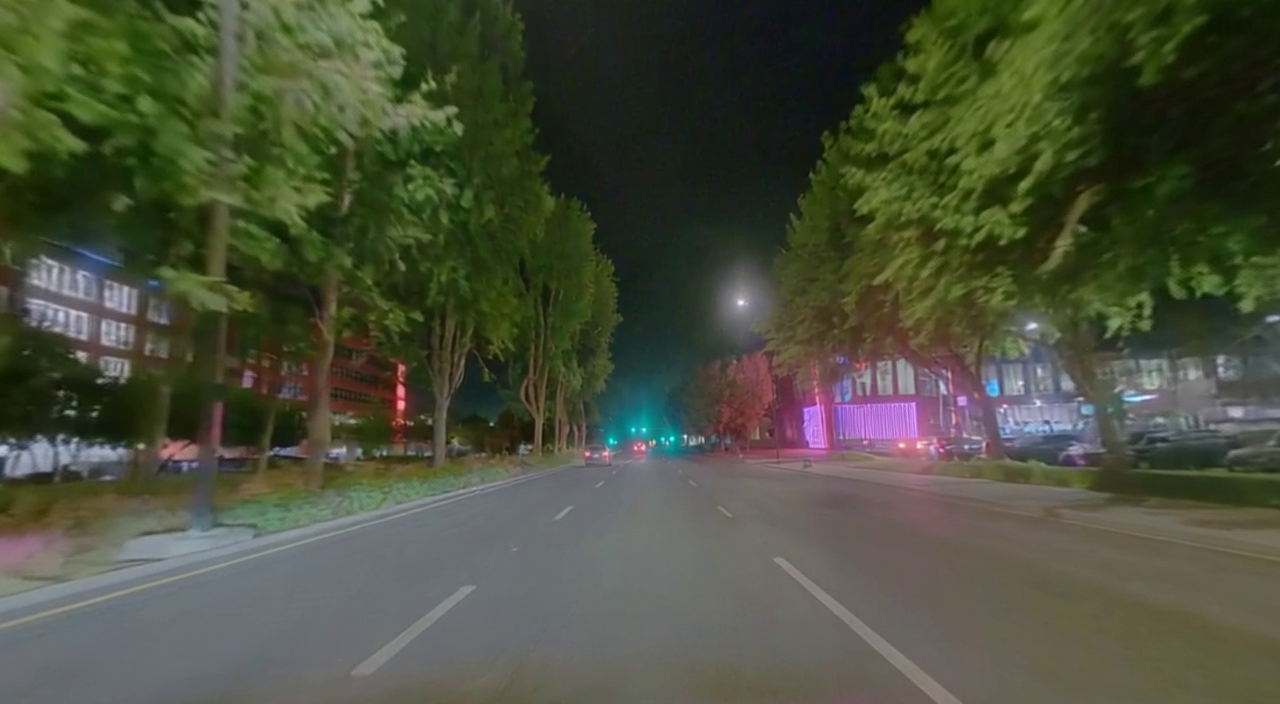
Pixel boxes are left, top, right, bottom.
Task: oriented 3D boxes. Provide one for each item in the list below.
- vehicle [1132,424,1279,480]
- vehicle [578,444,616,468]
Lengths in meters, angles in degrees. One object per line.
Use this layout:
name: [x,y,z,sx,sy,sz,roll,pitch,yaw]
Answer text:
vehicle: [18.018,3.051,19.486,4.018,1.404,1.856,-3,-7,-1]
vehicle: [-2.669,6.631,40.440,2.082,1.460,4.442,0,-8,1]
